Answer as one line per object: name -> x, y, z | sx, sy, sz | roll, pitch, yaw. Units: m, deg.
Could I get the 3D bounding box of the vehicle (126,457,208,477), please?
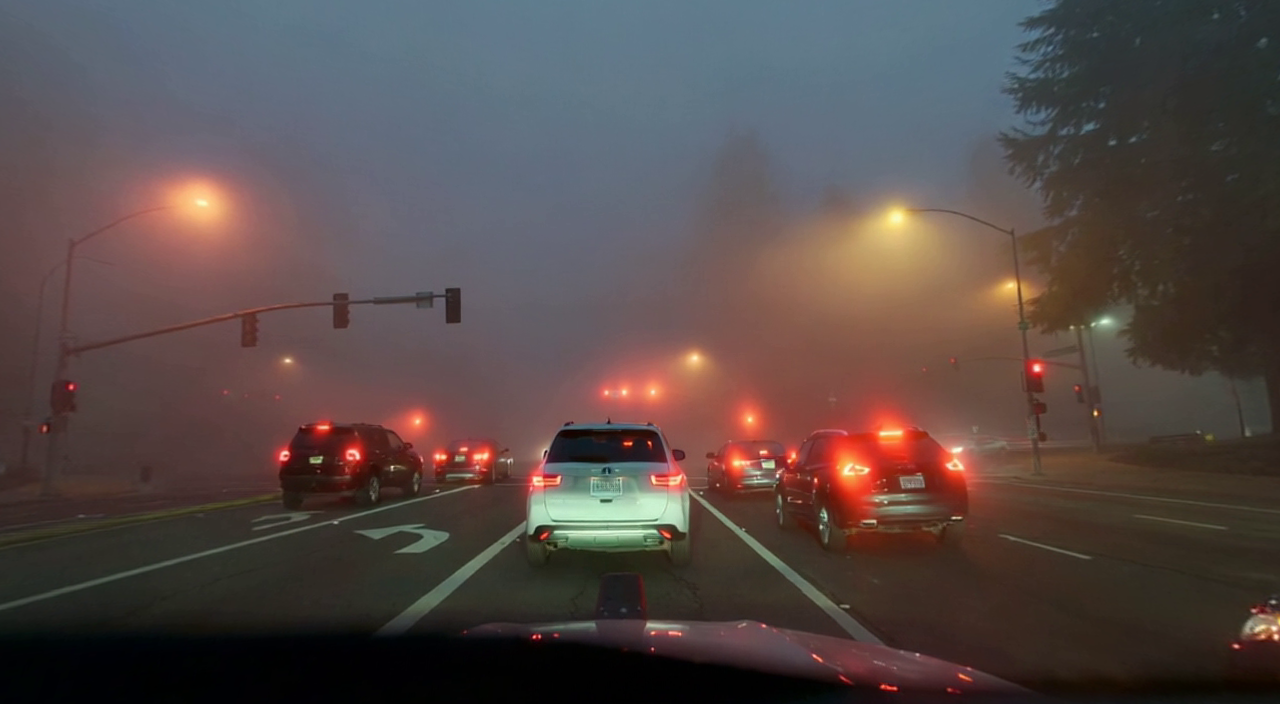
vehicle -> -37.258, 9.065, 49.518 | 4.914, 1.487, 1.850 | 0, -8, 0

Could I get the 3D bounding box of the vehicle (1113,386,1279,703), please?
vehicle -> 3.312, 0.674, 0.836 | 1.980, 1.515, 4.362 | 0, -8, 1

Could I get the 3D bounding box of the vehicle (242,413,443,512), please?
vehicle -> -6.699, 2.561, 15.008 | 2.214, 1.953, 5.017 | 0, -8, 1

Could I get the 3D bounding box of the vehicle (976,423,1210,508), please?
vehicle -> 9.913, 2.511, 14.320 | 2.085, 1.631, 4.337 | 0, -8, 0

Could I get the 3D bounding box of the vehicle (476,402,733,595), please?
vehicle -> -0.301, 1.593, 7.637 | 2.256, 1.694, 4.055 | 0, -8, 0

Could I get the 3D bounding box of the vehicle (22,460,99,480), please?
vehicle -> -45.611, 9.286, 49.454 | 4.232, 1.498, 1.791 | 0, -8, 1

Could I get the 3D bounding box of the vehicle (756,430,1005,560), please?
vehicle -> 3.173, 1.972, 9.491 | 1.971, 1.473, 4.495 | 0, -8, 0
